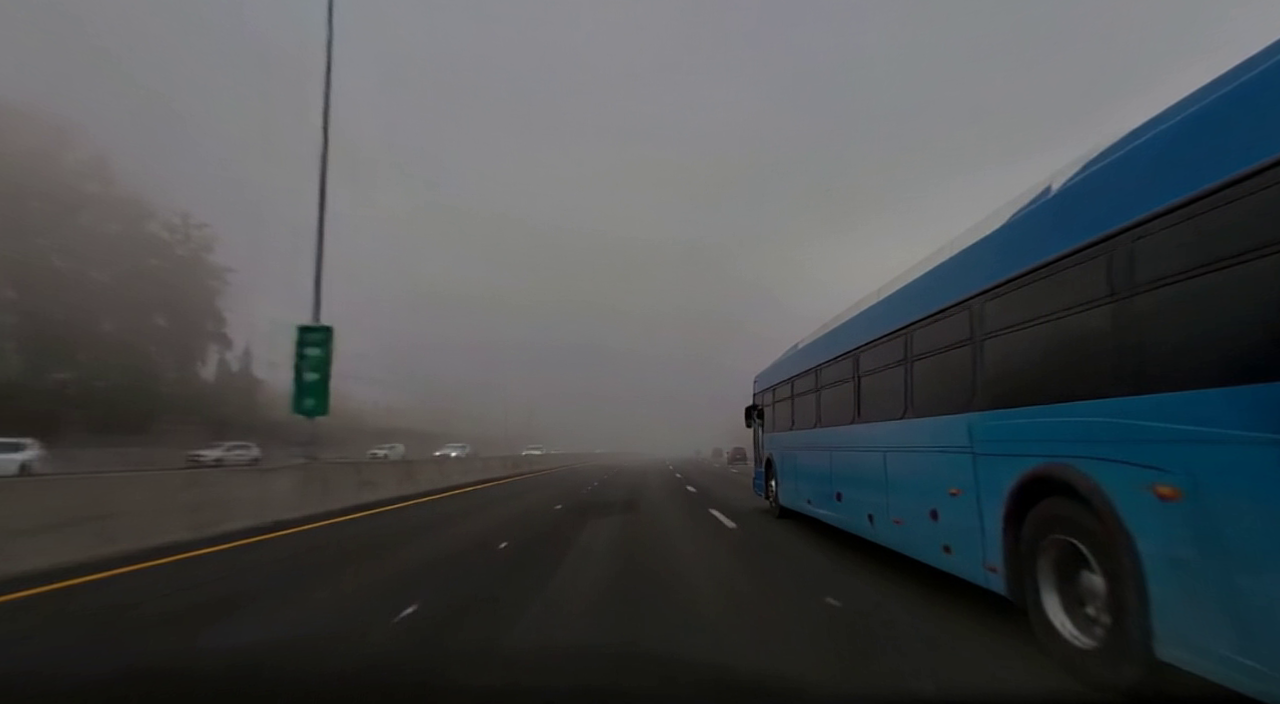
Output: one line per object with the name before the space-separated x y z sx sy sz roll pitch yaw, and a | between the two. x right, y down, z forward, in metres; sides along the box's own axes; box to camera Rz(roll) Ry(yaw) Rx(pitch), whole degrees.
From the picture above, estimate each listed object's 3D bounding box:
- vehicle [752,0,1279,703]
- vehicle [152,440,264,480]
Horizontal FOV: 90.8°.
vehicle | 4.137 0.637 7.410 3.144 3.580 14.591 0 -9 1
vehicle | -21.043 5.263 31.074 2.080 1.759 4.643 0 -9 2
